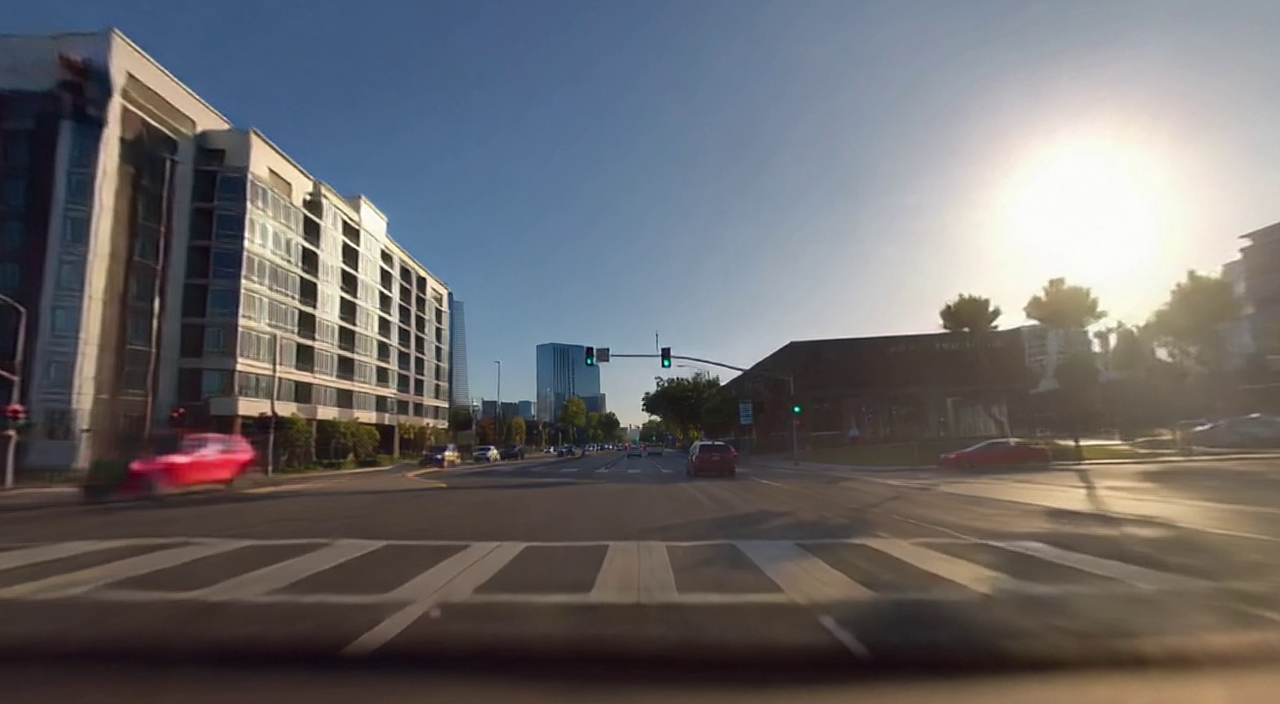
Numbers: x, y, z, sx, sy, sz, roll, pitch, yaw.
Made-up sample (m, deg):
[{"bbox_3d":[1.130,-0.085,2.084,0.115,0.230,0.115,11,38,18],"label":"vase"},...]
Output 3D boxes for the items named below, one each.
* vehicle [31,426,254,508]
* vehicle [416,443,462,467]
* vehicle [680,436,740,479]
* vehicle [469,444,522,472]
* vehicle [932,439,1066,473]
[{"bbox_3d":[-12.263,2.855,16.095,1.951,1.759,4.518,0,-9,0],"label":"vehicle"},{"bbox_3d":[-15.435,7.934,48.744,2.021,1.786,4.624,0,-9,0],"label":"vehicle"},{"bbox_3d":[3.034,4.698,28.351,2.069,1.761,4.610,0,-9,-1],"label":"vehicle"},{"bbox_3d":[-8.057,5.942,35.735,1.963,1.472,4.584,0,-9,0],"label":"vehicle"},{"bbox_3d":[16.422,4.791,29.142,4.839,1.490,2.134,-1,-9,5],"label":"vehicle"}]
